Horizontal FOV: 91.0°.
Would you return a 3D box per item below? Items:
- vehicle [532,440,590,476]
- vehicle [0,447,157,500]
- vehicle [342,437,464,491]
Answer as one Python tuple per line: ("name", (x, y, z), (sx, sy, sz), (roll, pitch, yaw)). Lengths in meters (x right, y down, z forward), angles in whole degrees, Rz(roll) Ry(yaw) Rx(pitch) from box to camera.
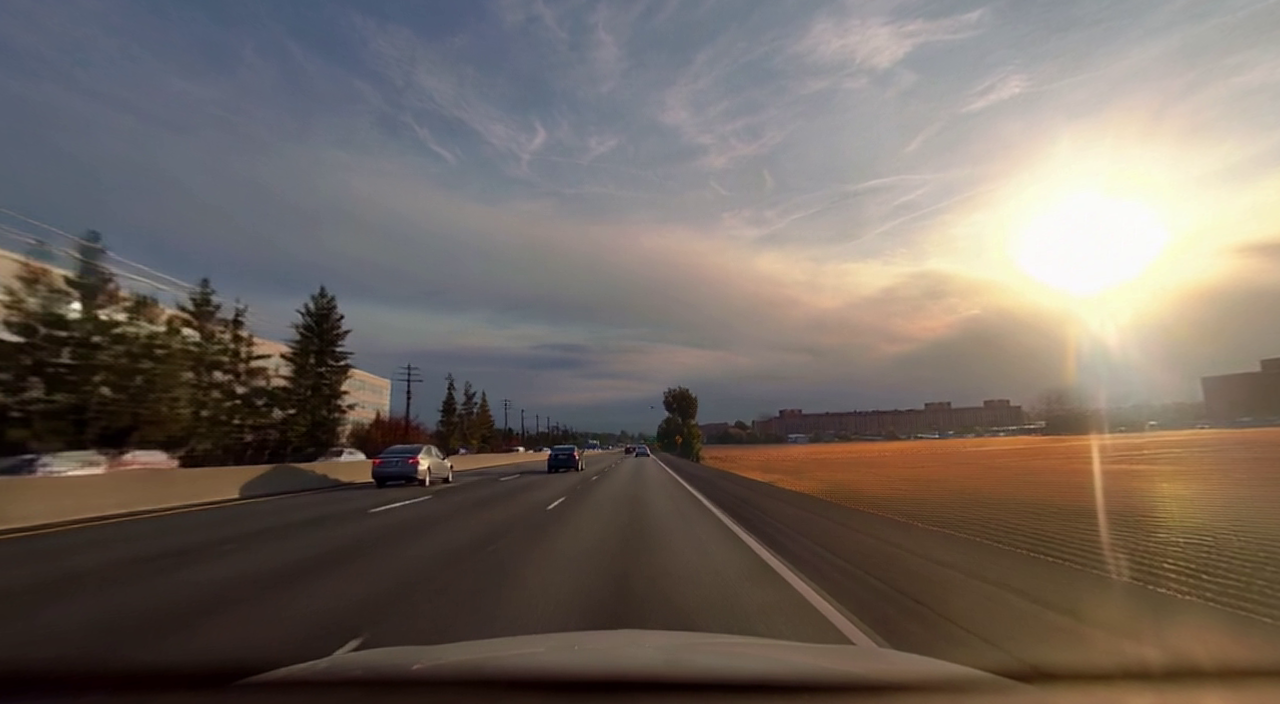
("vehicle", (-3.729, 5.121, 30.665), (2.083, 1.588, 4.801), (0, -9, 1))
("vehicle", (-19.407, 4.049, 21.477), (1.993, 1.554, 4.753), (0, -9, 1))
("vehicle", (-7.459, 3.566, 20.401), (2.034, 1.523, 4.627), (0, -9, 1))
